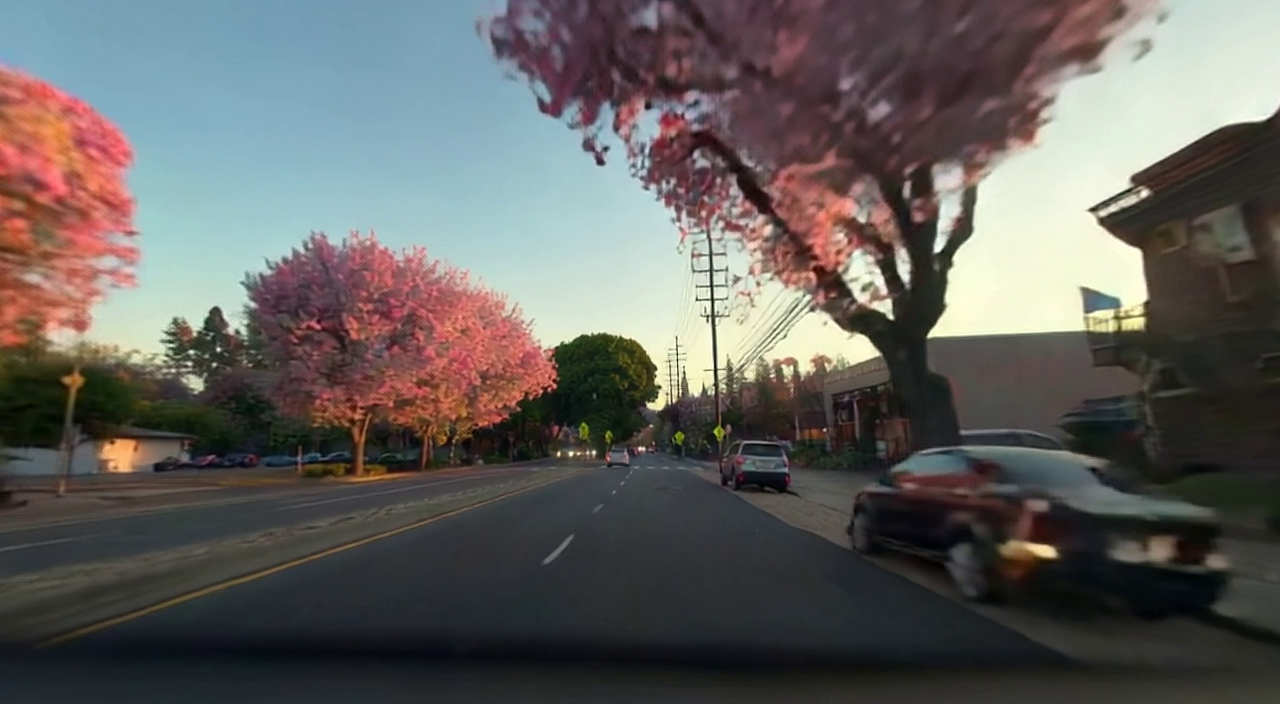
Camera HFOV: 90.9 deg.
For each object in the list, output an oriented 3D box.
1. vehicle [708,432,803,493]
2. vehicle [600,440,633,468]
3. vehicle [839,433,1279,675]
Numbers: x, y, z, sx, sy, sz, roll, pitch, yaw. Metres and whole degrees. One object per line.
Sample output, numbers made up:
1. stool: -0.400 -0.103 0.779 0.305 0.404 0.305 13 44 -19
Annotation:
1. vehicle: 3.950 3.912 22.729 2.280 1.904 5.779 0 -9 -1
2. vehicle: -1.686 7.621 47.106 2.202 1.961 4.980 0 -9 0
3. vehicle: 3.699 1.585 6.166 2.042 1.465 4.455 0 -9 0
